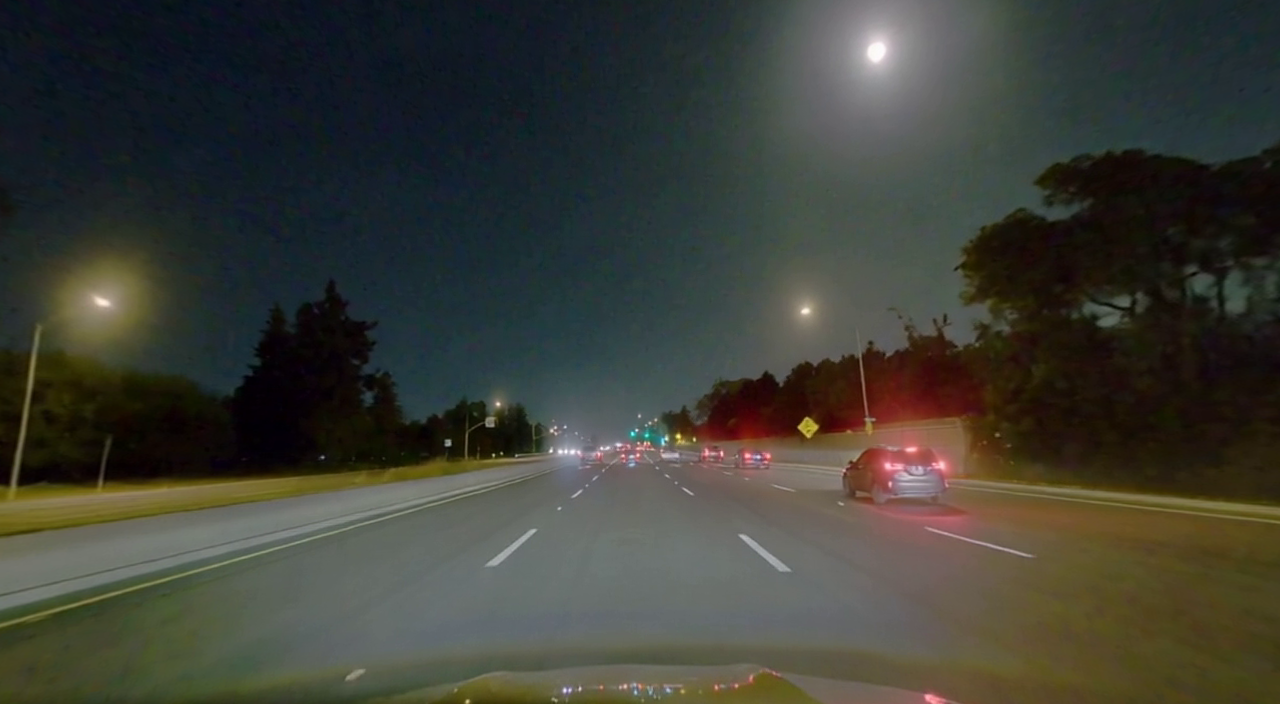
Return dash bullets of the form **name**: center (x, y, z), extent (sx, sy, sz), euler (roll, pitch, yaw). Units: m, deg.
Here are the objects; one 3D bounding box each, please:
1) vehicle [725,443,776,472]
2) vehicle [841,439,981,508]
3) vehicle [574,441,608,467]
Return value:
- **vehicle**: center (6.323, 6.092, 36.715), extent (1.987, 1.597, 4.463), euler (0, -8, -2)
- **vehicle**: center (6.621, 2.973, 15.942), extent (1.838, 1.518, 3.713), euler (0, -8, 0)
- **vehicle**: center (-3.537, 7.514, 46.655), extent (2.230, 1.827, 4.406), euler (0, -8, -1)
